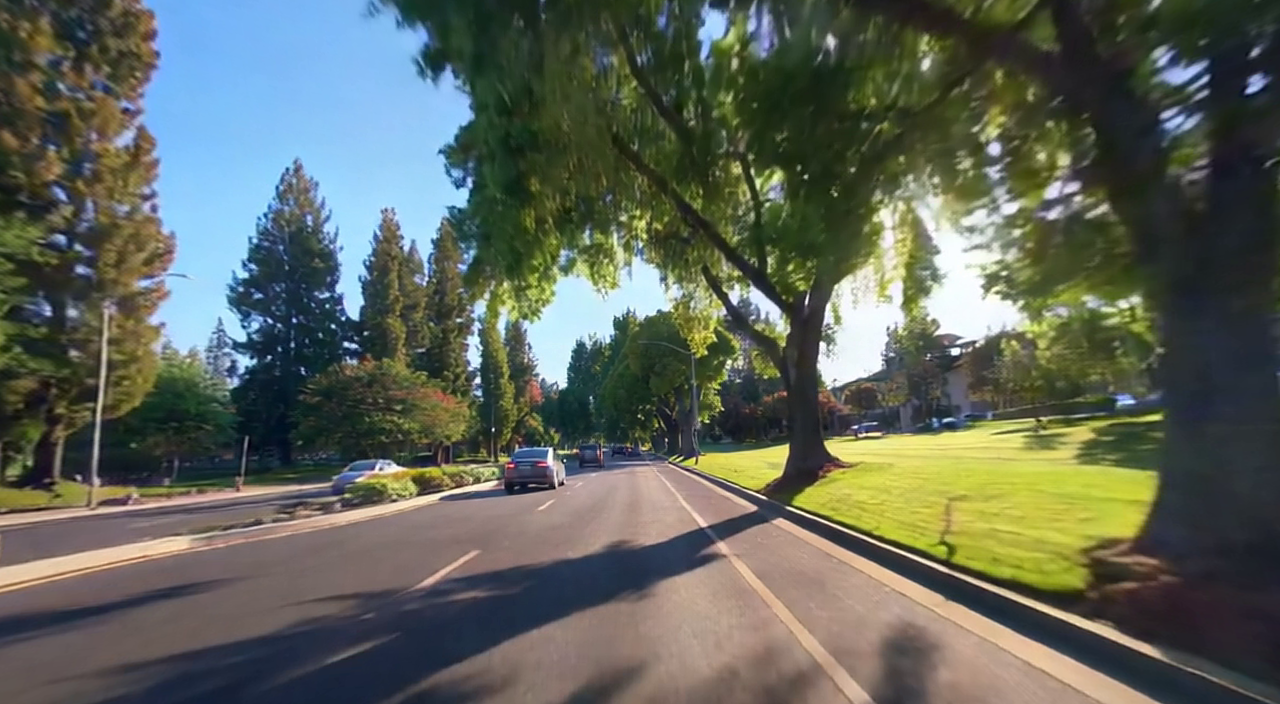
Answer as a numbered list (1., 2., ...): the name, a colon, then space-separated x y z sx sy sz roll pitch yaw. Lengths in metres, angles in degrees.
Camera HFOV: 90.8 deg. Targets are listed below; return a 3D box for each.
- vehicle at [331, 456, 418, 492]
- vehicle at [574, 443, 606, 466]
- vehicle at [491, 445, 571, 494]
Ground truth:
1. vehicle: -11.808 5.444 28.468 1.924 1.430 4.417 0 -9 1
2. vehicle: -3.847 7.938 49.049 2.077 1.725 4.153 0 -9 1
3. vehicle: -3.516 3.869 21.140 1.932 1.431 4.144 0 -9 0
